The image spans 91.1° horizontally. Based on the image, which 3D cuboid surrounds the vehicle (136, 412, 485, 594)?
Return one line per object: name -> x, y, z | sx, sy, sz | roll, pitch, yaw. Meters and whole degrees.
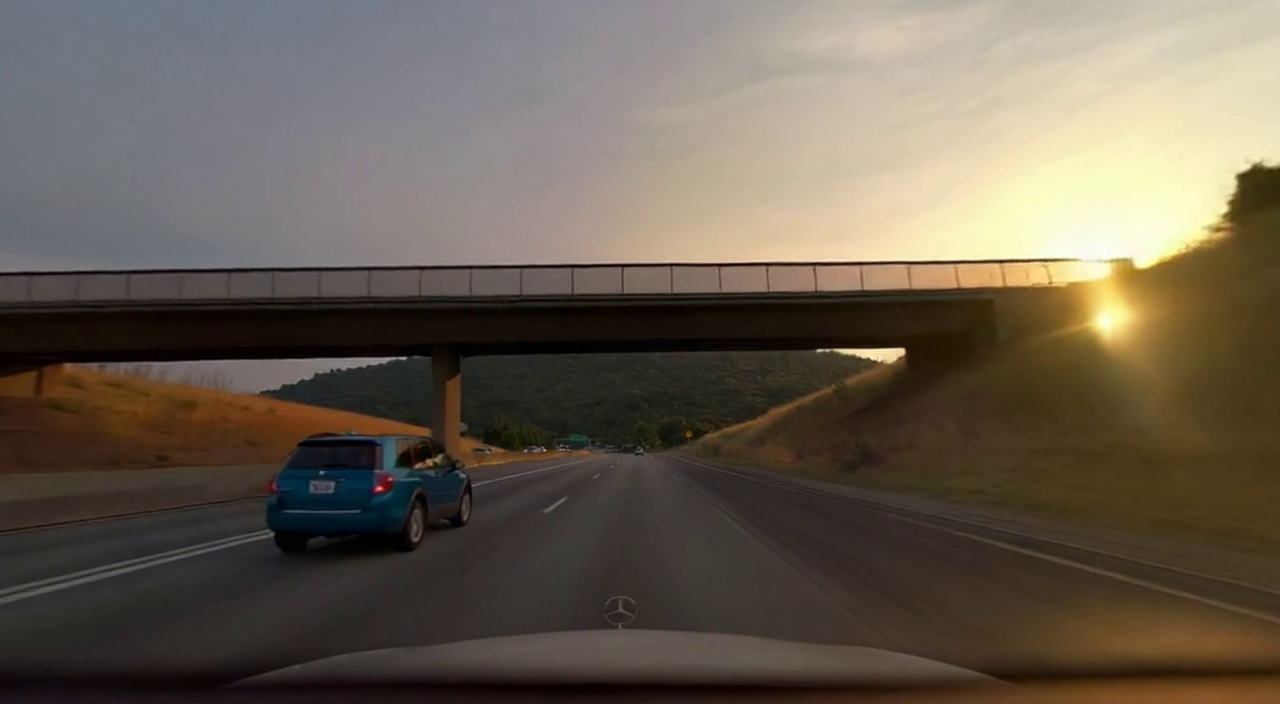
vehicle -> -3.591, 1.730, 8.036 | 2.082, 1.668, 4.274 | 0, -9, 1
